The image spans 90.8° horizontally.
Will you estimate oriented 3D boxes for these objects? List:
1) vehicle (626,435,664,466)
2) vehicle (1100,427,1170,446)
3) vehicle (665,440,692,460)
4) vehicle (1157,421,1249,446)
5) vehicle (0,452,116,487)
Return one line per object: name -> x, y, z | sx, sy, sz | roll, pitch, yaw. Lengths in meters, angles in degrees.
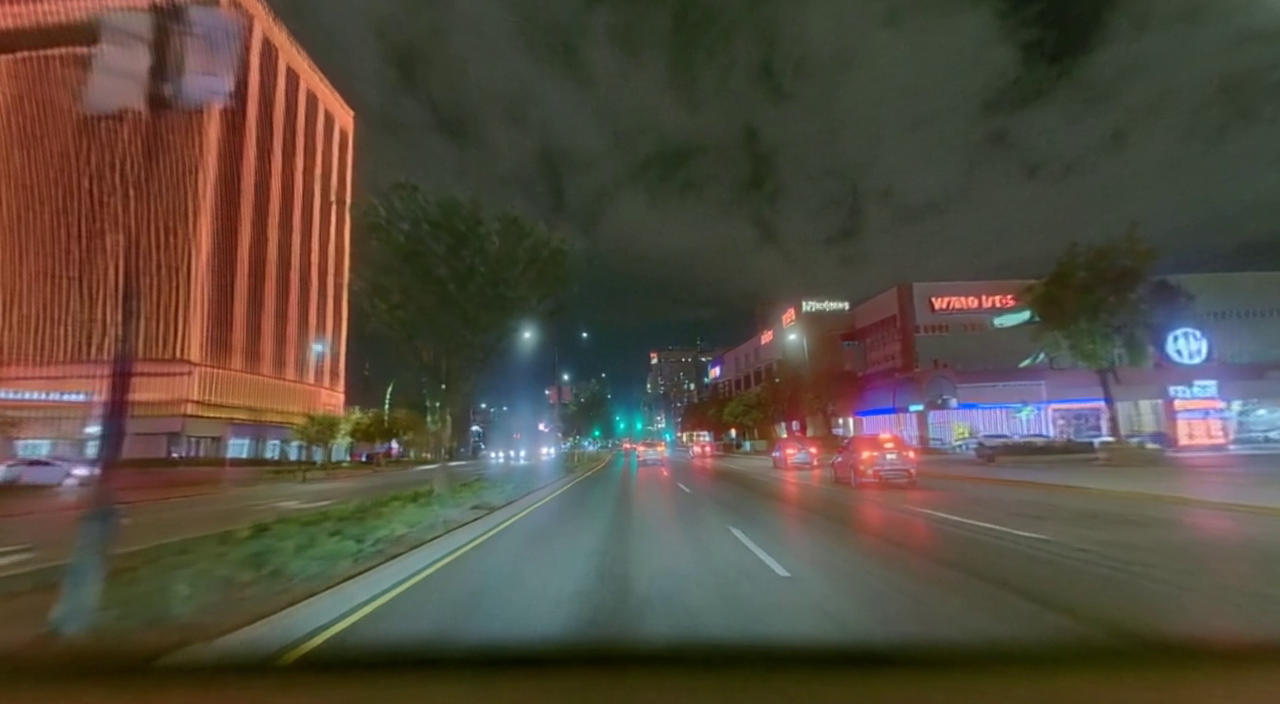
vehicle -> 0.266, 5.677, 36.549 | 2.100, 1.683, 4.231 | 0, -8, 0
vehicle -> 39.038, 6.644, 49.979 | 1.853, 1.422, 4.585 | 0, -7, 0
vehicle -> 2.846, 7.366, 47.486 | 1.685, 1.441, 3.795 | 0, -8, -1
vehicle -> 38.714, 5.662, 43.629 | 1.915, 1.653, 4.732 | 0, -8, -1
vehicle -> -30.271, 6.052, 32.627 | 4.621, 1.670, 1.895 | 0, -8, -1
